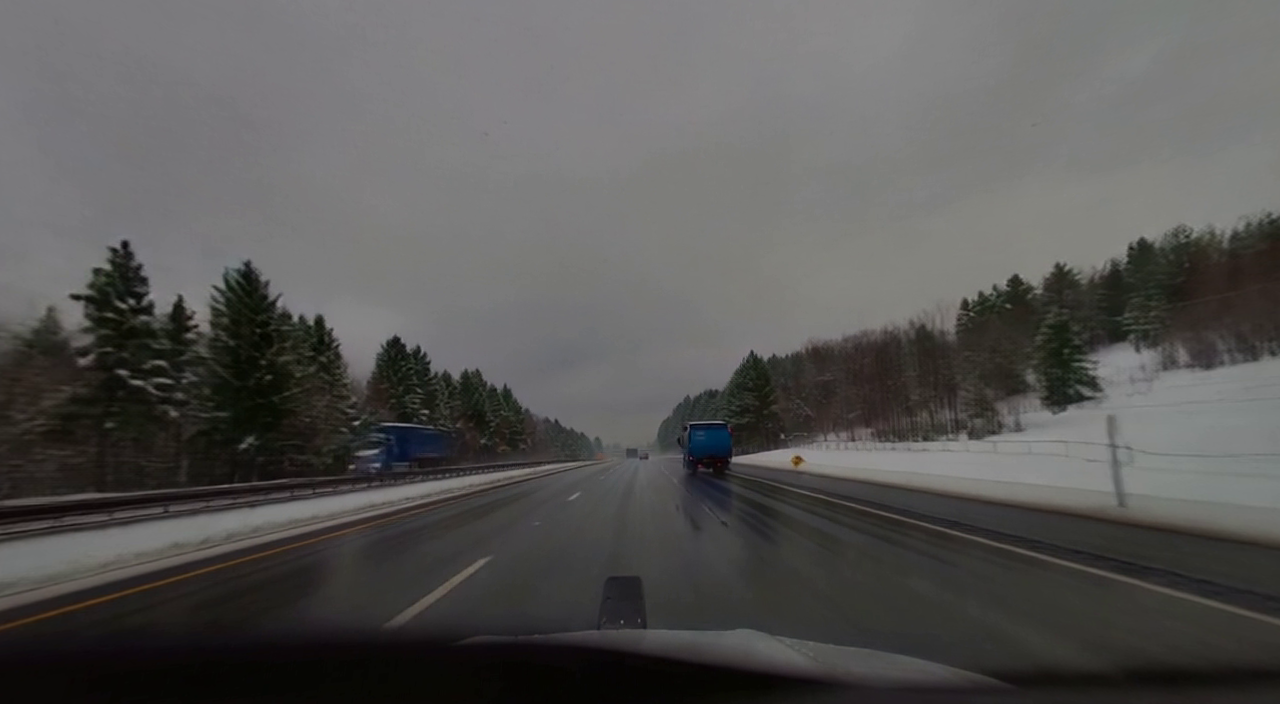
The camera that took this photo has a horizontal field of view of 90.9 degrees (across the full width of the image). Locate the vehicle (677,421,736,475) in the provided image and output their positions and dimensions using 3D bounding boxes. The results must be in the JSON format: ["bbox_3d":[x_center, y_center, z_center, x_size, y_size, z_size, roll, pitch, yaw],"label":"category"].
[{"bbox_3d":[3.655,5.472,35.883,2.572,2.795,5.978,0,-9,-1],"label":"vehicle"}]

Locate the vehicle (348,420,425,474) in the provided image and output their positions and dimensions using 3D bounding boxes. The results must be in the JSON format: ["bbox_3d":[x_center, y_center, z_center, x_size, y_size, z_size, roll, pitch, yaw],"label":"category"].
[{"bbox_3d":[-18.436,6.989,46.343,3.021,3.652,5.902,0,-9,1],"label":"vehicle"}]
